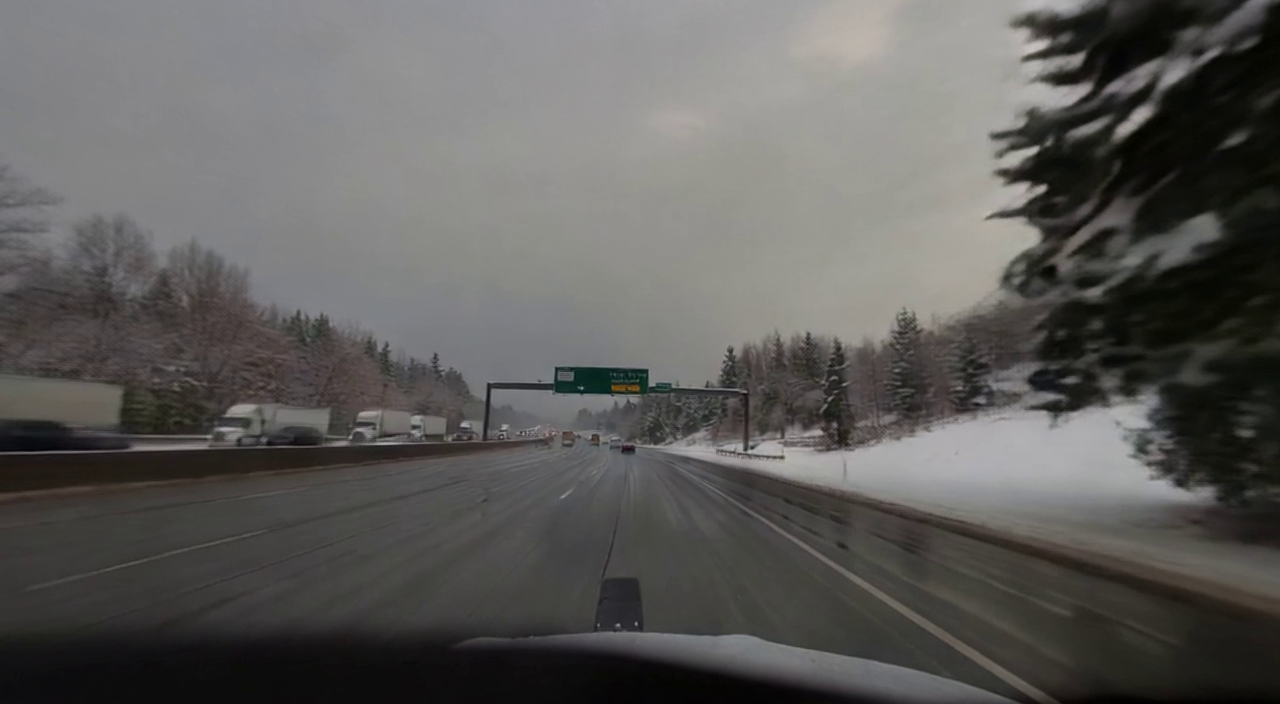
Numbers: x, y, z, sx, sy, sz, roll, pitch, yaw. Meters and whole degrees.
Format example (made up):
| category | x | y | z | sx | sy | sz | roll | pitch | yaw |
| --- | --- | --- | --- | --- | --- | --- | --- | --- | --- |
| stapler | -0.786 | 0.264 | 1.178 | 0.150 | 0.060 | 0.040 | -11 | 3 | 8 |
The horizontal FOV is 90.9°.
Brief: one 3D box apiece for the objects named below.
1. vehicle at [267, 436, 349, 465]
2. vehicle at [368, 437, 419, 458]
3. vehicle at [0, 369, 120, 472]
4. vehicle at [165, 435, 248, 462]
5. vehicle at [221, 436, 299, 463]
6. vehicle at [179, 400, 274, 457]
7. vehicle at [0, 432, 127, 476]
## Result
| category | x | y | z | sx | sy | sz | roll | pitch | yaw |
| --- | --- | --- | --- | --- | --- | --- | --- | --- | --- |
| vehicle | -17.895 | 5.320 | 34.275 | 2.083 | 1.461 | 4.419 | 0 | -8 | -1 |
| vehicle | -18.534 | 7.171 | 47.604 | 2.088 | 1.442 | 4.286 | 0 | -8 | -1 |
| vehicle | -25.348 | 2.485 | 22.962 | 2.922 | 3.800 | 11.932 | 0 | -8 | -2 |
| vehicle | -25.433 | 5.665 | 37.190 | 1.816 | 1.460 | 4.384 | 0 | -8 | -1 |
| vehicle | -21.913 | 5.624 | 36.615 | 1.911 | 1.446 | 4.389 | 0 | -8 | -2 |
| vehicle | -30.224 | 5.659 | 46.405 | 2.983 | 3.944 | 5.866 | 0 | -8 | -2 |
| vehicle | -21.449 | 3.664 | 23.021 | 1.841 | 1.459 | 4.372 | 0 | -8 | -2 |
